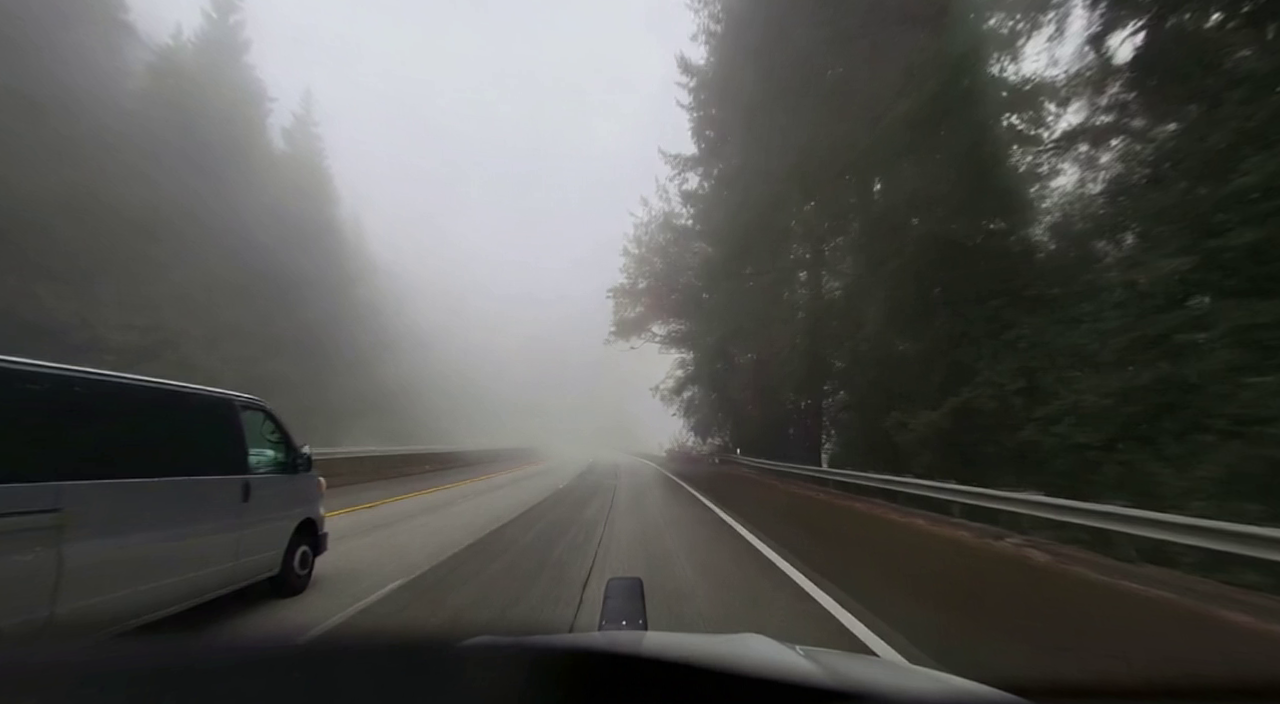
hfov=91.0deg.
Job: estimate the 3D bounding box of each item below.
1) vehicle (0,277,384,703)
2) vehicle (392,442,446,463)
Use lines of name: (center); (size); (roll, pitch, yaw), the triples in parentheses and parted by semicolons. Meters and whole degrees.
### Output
vehicle: (-3.593, 0.801, 3.213); (2.372, 1.891, 5.061); (0, -8, 1)
vehicle: (-13.816, 6.280, 39.612); (2.053, 1.233, 4.093); (0, -8, -1)
